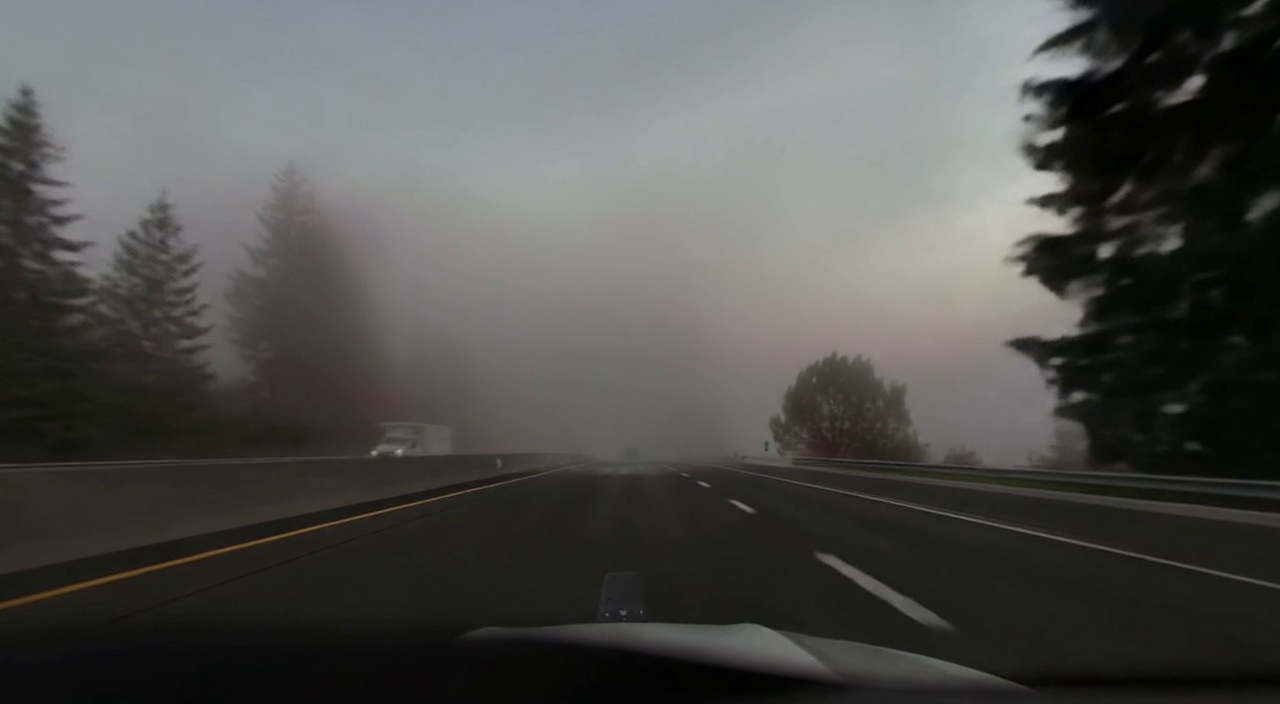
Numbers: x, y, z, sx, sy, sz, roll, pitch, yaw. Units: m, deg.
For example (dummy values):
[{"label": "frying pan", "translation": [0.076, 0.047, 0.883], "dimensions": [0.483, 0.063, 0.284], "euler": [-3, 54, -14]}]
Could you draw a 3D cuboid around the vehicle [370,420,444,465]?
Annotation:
[{"label": "vehicle", "translation": [-17.578, 6.976, 48.230], "dimensions": [2.685, 3.137, 7.722], "euler": [0, -9, 0]}]
